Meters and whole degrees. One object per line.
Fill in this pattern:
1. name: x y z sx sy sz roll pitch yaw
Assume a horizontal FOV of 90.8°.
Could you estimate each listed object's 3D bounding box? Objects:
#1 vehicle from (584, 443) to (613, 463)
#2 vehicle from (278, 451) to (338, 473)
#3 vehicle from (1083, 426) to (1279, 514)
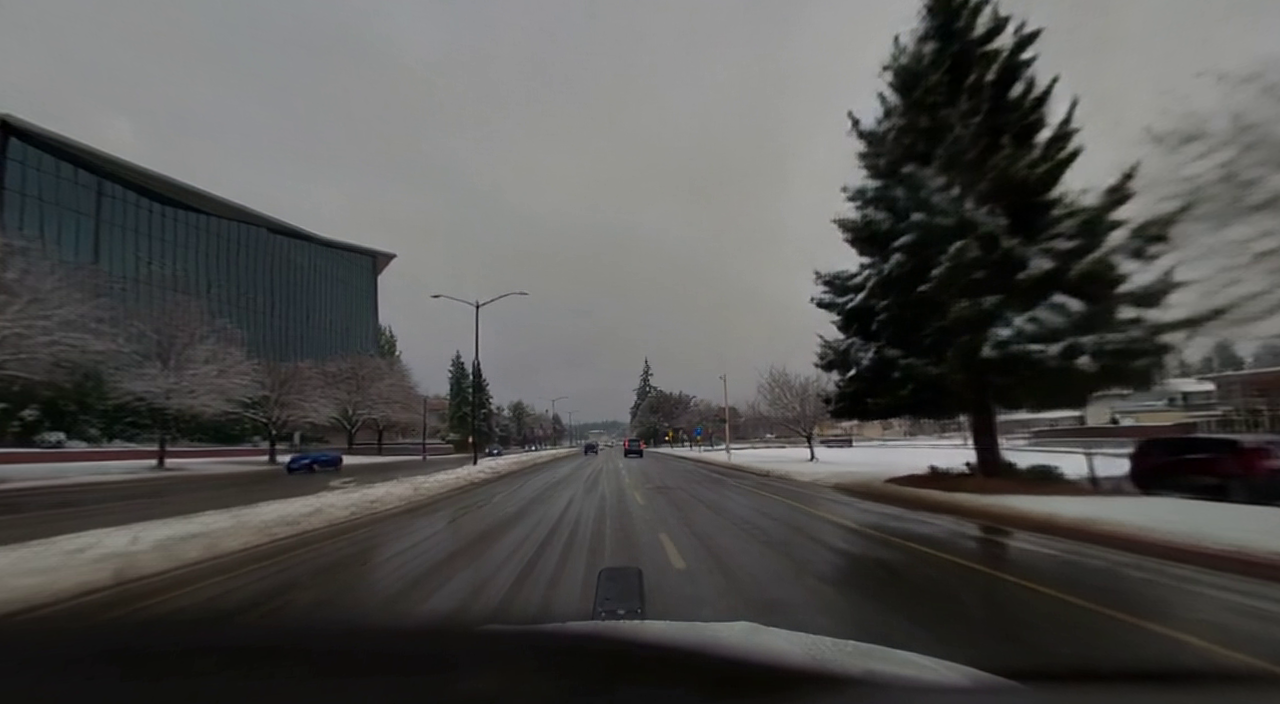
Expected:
1. vehicle: -3.117 7.536 47.358 2.080 1.445 4.096 0 -8 -3
2. vehicle: -23.956 7.920 45.744 1.862 1.489 4.780 0 -8 -2
3. vehicle: 12.360 2.458 13.723 2.024 1.575 4.498 0 -8 -3
